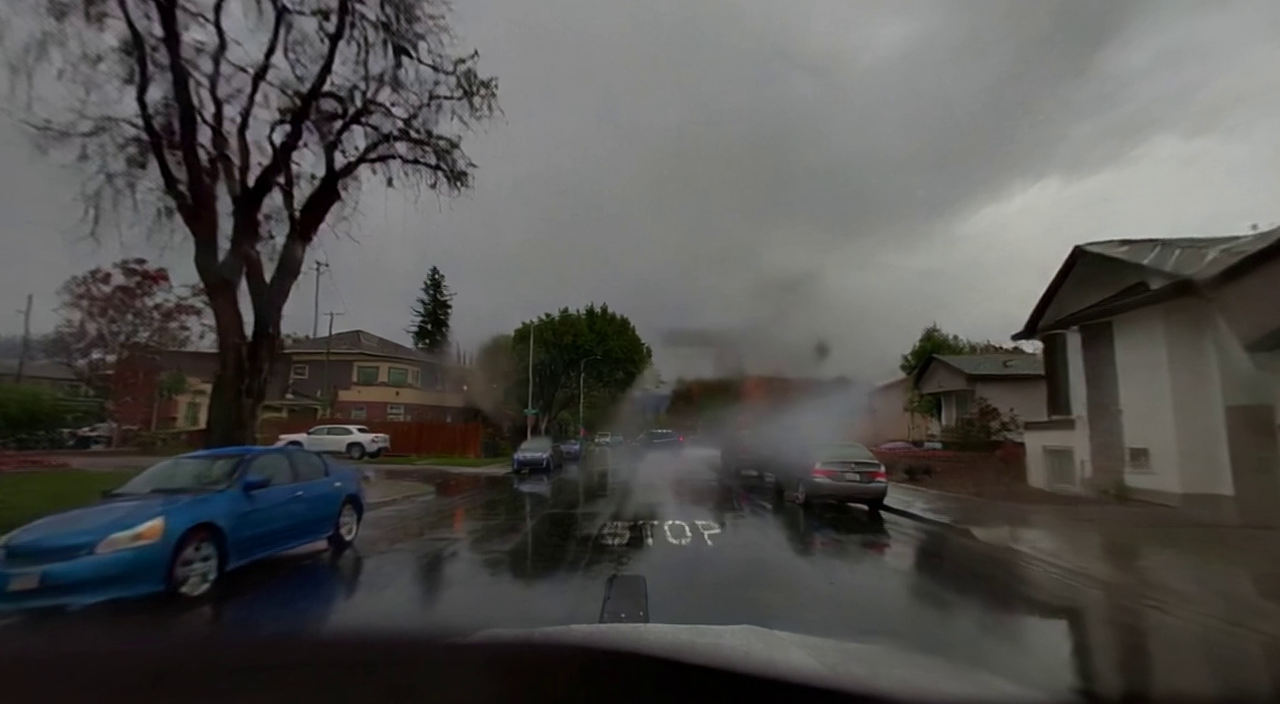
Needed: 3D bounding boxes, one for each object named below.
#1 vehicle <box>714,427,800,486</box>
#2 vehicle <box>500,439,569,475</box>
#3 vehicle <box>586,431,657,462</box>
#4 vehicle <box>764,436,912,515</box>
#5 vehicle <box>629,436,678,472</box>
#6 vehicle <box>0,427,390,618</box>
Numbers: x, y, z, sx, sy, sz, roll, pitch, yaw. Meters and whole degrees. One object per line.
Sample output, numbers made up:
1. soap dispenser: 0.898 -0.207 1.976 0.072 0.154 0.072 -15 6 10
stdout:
1. vehicle: 3.964 3.600 21.961 2.144 1.751 4.472 2 -8 0
2. vehicle: -4.468 4.536 27.418 1.999 1.441 4.628 -1 -8 3
3. vehicle: -1.435 6.700 44.638 2.337 2.039 6.413 5 -10 -29
4. vehicle: 4.179 2.666 14.081 1.876 1.477 4.324 0 -8 0
5. vehicle: 0.567 4.548 28.204 2.010 1.499 4.107 0 -9 0
6. vehicle: -4.880 1.698 7.347 1.909 1.492 4.615 0 -8 1
